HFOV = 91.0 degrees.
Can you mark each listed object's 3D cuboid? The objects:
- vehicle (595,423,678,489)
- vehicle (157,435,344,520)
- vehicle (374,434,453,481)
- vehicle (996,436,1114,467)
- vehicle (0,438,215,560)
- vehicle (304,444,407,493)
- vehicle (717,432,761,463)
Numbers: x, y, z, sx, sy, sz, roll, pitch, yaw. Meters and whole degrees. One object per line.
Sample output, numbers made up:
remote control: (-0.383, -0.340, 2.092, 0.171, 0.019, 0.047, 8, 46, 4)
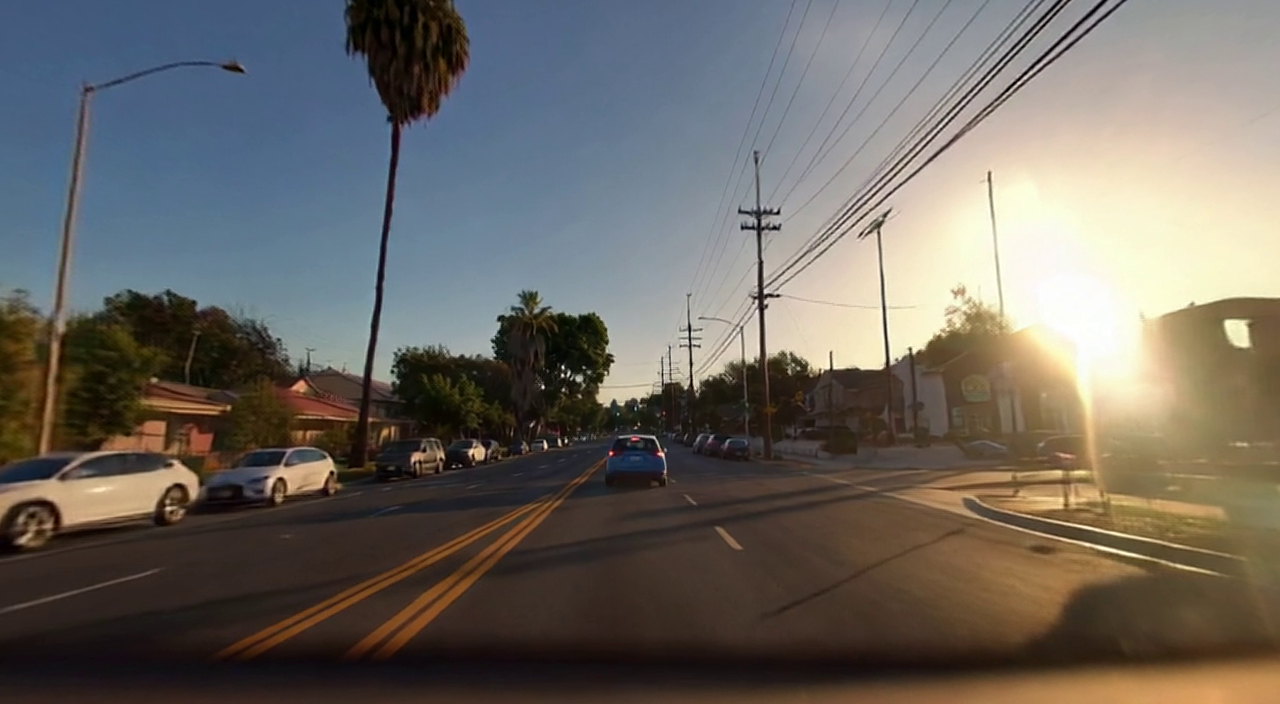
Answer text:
vehicle: (-0.167, 3.174, 19.504, 2.264, 1.798, 4.563, 0, -8, -2)
vehicle: (-10.164, 3.236, 17.023, 1.992, 1.744, 4.896, -1, -6, -1)
vehicle: (-10.043, 4.706, 28.268, 1.958, 1.937, 4.114, 0, -8, 1)
vehicle: (20.748, 4.984, 31.602, 4.488, 1.470, 1.994, 0, -9, -2)
vehicle: (-10.106, 2.396, 11.024, 2.075, 1.693, 4.696, 0, -8, -1)
vehicle: (-10.075, 4.112, 22.638, 1.812, 1.578, 4.037, 0, -8, 0)
vehicle: (6.039, 5.916, 38.896, 2.005, 1.775, 4.324, 0, -8, 0)
